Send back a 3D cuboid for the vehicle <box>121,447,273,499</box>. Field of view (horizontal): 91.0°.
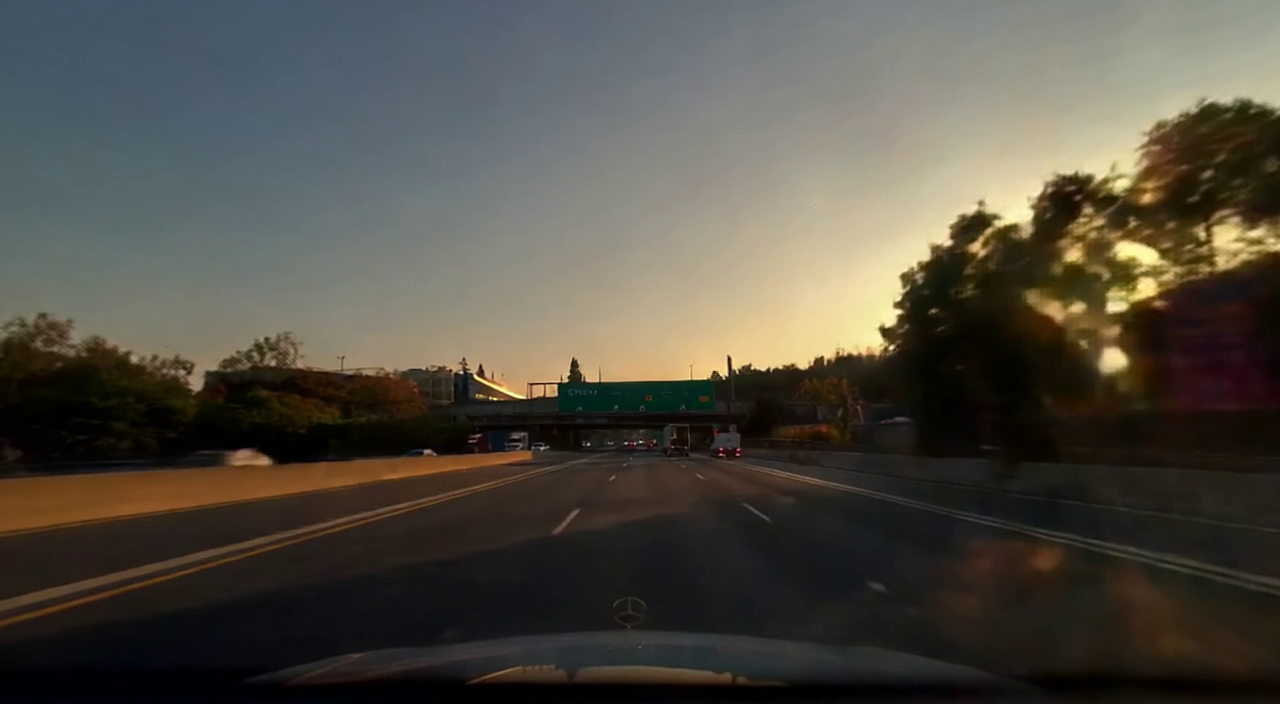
[{"bbox_3d":[-15.193,4.124,21.943,1.905,1.556,4.576,0,-8,1],"label":"vehicle"}]
